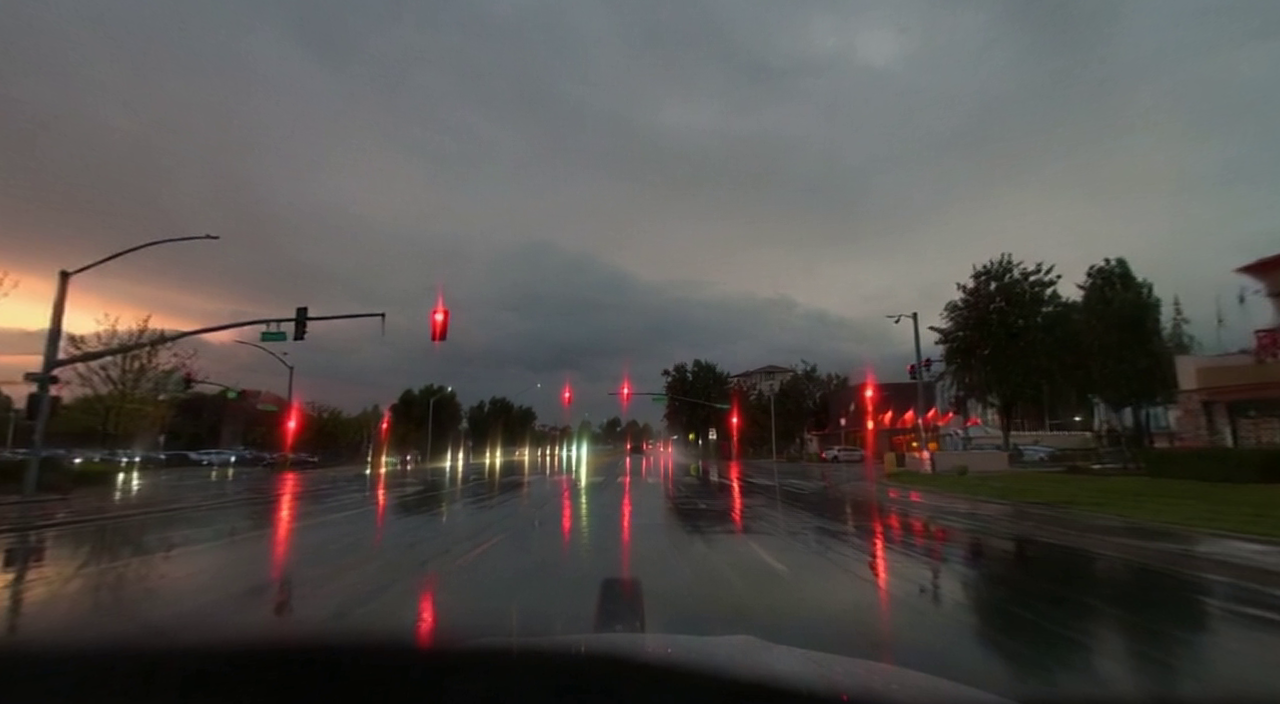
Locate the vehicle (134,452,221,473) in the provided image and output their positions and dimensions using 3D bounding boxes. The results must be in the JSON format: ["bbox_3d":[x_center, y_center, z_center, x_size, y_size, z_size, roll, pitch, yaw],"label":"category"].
[{"bbox_3d":[-33.380,7.955,45.674,4.758,1.462,1.932,0,-9,2],"label":"vehicle"}]
